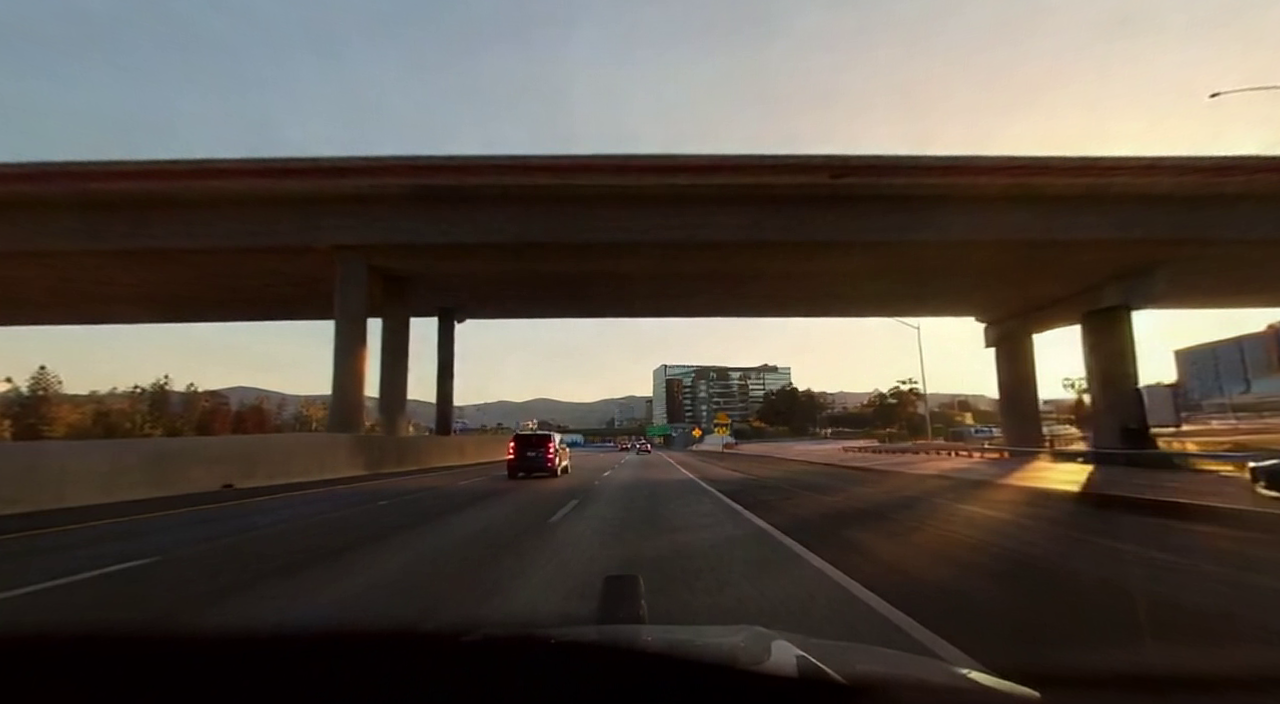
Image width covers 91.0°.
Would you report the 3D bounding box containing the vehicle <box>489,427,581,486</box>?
[{"bbox_3d":[-3.343,3.465,21.081,2.203,1.734,4.600,0,-9,1],"label":"vehicle"}]
